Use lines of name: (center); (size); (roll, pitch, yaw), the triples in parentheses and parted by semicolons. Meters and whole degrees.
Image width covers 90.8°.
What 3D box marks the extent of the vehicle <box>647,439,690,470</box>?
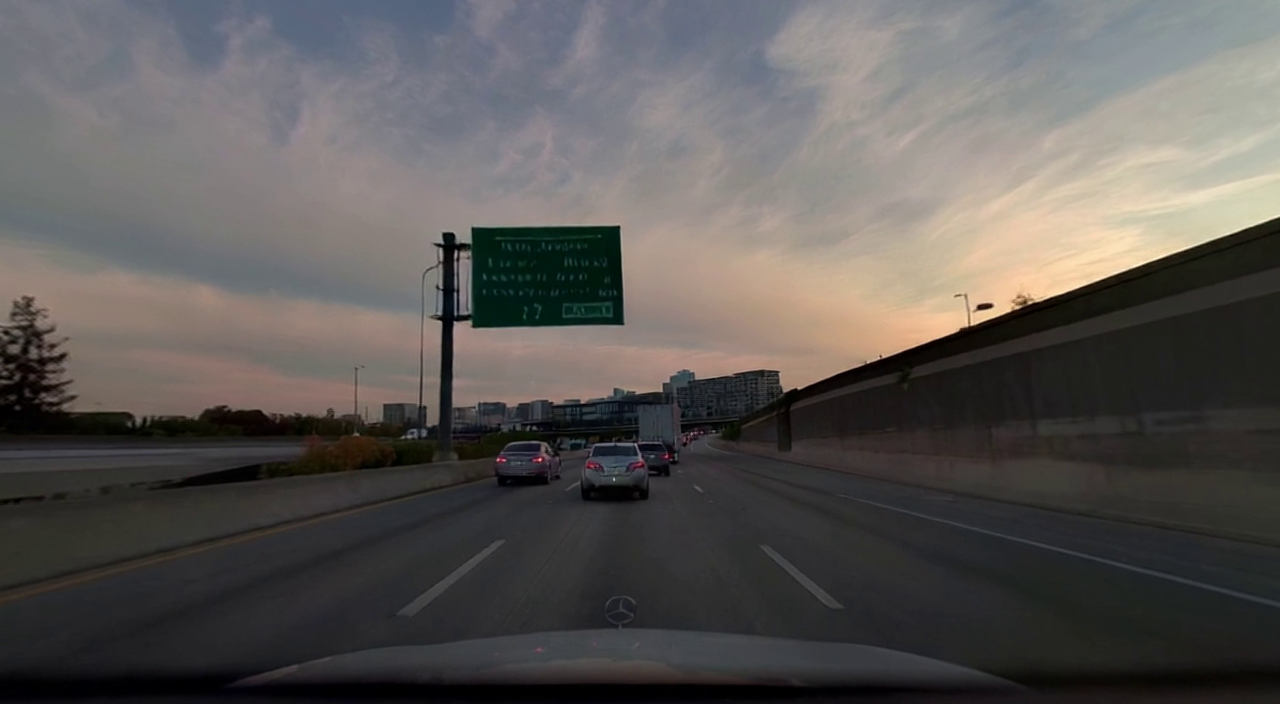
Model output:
vehicle: (1.607, 6.019, 37.298); (2.166, 1.666, 4.618); (0, -9, -2)

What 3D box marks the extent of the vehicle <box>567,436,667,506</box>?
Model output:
vehicle: (-0.437, 2.866, 15.568); (2.136, 1.470, 3.971); (-1, -9, 2)

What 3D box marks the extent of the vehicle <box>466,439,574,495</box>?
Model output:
vehicle: (-3.467, 3.458, 19.385); (2.130, 1.474, 5.027); (-1, -9, 2)
